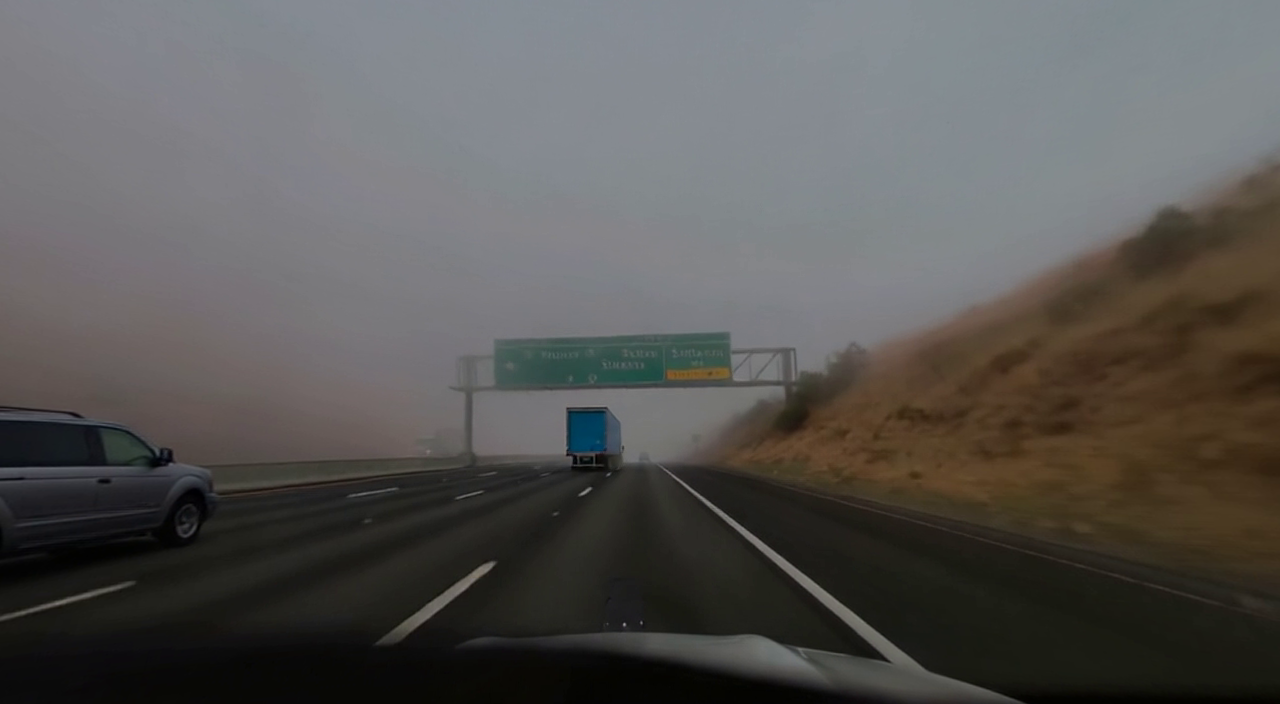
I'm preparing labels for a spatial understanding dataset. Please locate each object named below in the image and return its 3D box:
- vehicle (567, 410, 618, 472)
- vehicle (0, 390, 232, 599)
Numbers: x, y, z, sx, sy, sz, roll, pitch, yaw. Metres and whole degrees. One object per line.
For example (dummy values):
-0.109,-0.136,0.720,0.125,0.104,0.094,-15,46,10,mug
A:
-3.417,7.058,49.766,2.893,4.073,15.281,0,-8,0,vehicle
-6.858,1.359,6.180,2.175,1.860,5.236,0,-8,0,vehicle
